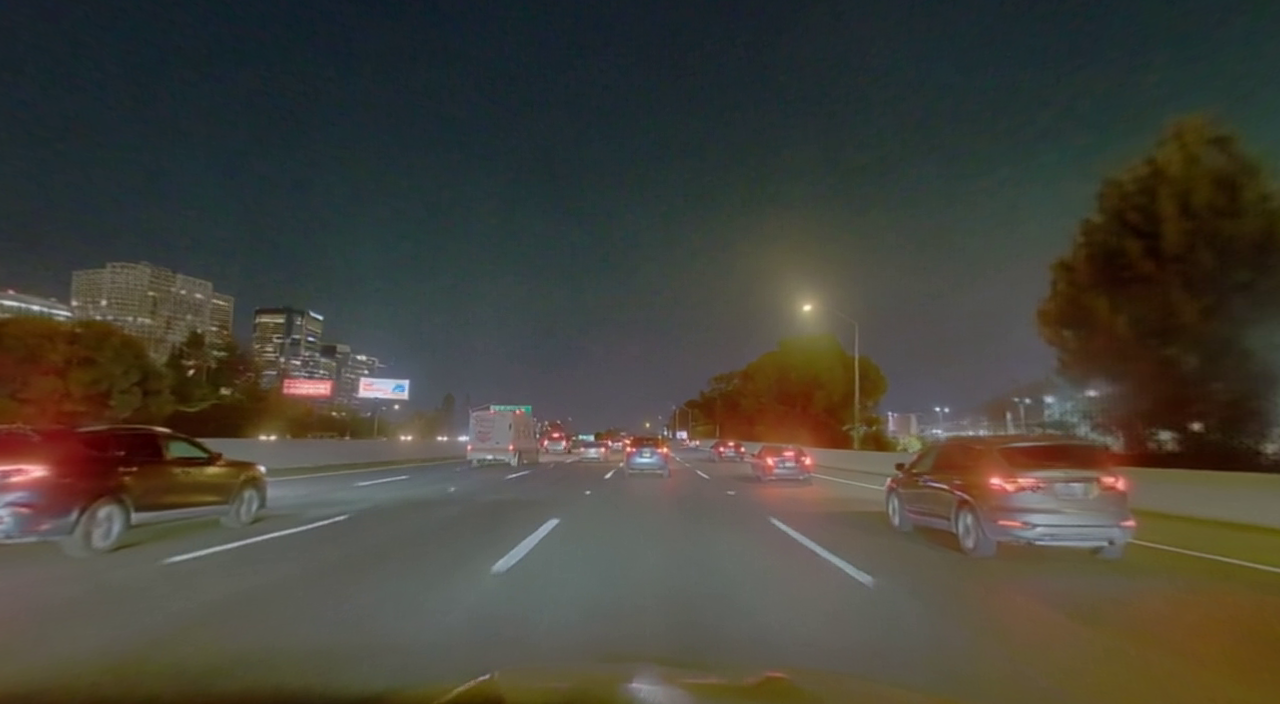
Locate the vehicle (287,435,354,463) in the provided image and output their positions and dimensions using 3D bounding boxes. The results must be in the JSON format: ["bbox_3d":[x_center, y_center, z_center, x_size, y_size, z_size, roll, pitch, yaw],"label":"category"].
[{"bbox_3d":[-20.705,6.323,41.103,1.920,1.695,4.612,0,-8,1],"label":"vehicle"}]

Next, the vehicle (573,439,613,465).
[{"bbox_3d":[-2.841,6.190,39.292,2.079,1.499,4.512,0,-8,1],"label":"vehicle"}]

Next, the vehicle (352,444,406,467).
[{"bbox_3d":[-16.508,6.525,40.063,1.823,1.388,3.705,0,-8,1],"label":"vehicle"}]

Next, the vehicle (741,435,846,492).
[{"bbox_3d":[4.375,3.250,18.798,1.942,1.487,4.518,0,-8,-1],"label":"vehicle"}]

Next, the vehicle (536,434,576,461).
[{"bbox_3d":[-6.479,7.425,49.264,2.269,1.929,6.032,0,-8,0],"label":"vehicle"}]

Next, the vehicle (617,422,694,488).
[{"bbox_3d":[0.456,3.274,20.395,2.209,1.863,4.626,0,-8,1],"label":"vehicle"}]

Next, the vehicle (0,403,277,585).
[{"bbox_3d":[-6.770,1.571,7.642,2.021,1.632,4.417,0,-8,1],"label":"vehicle"}]

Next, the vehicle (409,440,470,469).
[{"bbox_3d":[-10.607,5.446,33.682,1.923,1.480,3.905,0,-8,1],"label":"vehicle"}]

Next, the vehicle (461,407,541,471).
[{"bbox_3d":[-6.783,4.410,31.838,2.358,2.817,7.055,0,-8,1],"label":"vehicle"}]

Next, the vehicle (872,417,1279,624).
[{"bbox_3d":[4.353,1.554,6.893,1.915,1.482,4.537,0,-8,0],"label":"vehicle"}]
